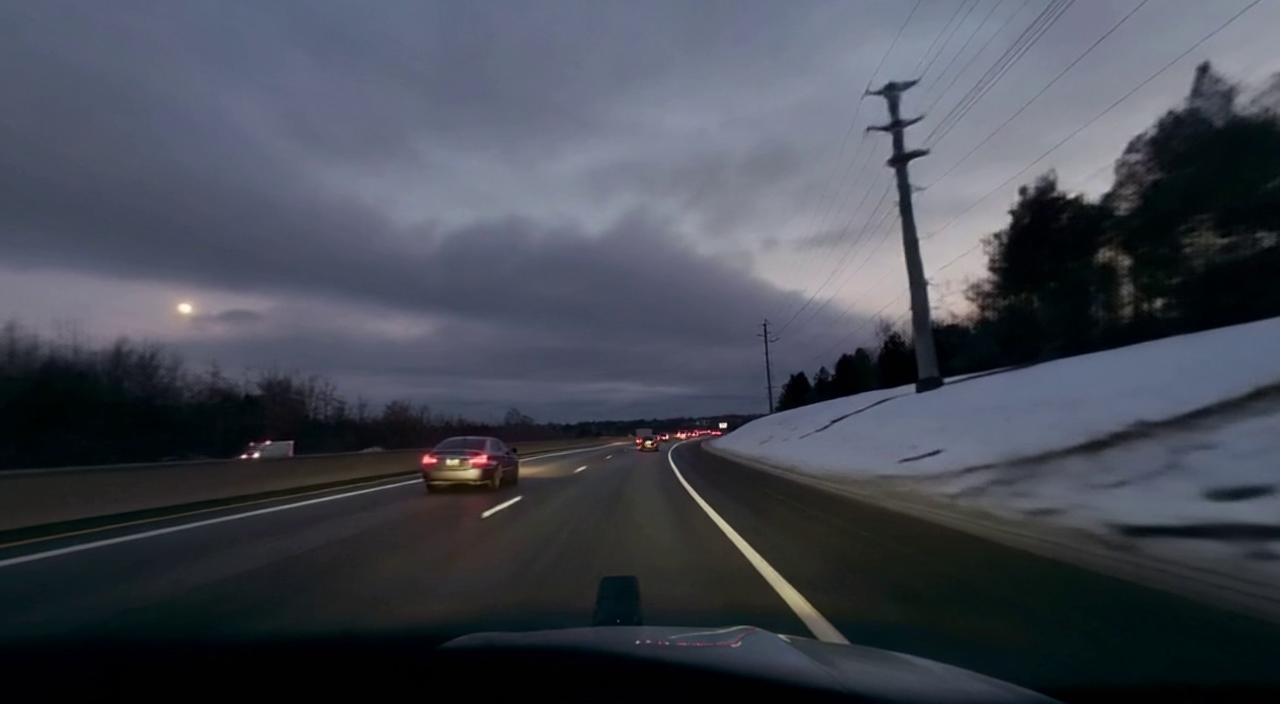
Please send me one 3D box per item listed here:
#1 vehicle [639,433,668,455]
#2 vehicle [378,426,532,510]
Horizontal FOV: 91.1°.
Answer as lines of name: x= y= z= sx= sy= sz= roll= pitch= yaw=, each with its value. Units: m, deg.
vehicle: x=1.054 y=6.932 z=47.486 sx=2.077 sy=1.523 sz=4.206 roll=0 pitch=-8 yaw=3
vehicle: x=-3.767 y=2.415 z=13.707 sx=2.030 sy=1.522 sz=4.250 roll=0 pitch=-8 yaw=0
